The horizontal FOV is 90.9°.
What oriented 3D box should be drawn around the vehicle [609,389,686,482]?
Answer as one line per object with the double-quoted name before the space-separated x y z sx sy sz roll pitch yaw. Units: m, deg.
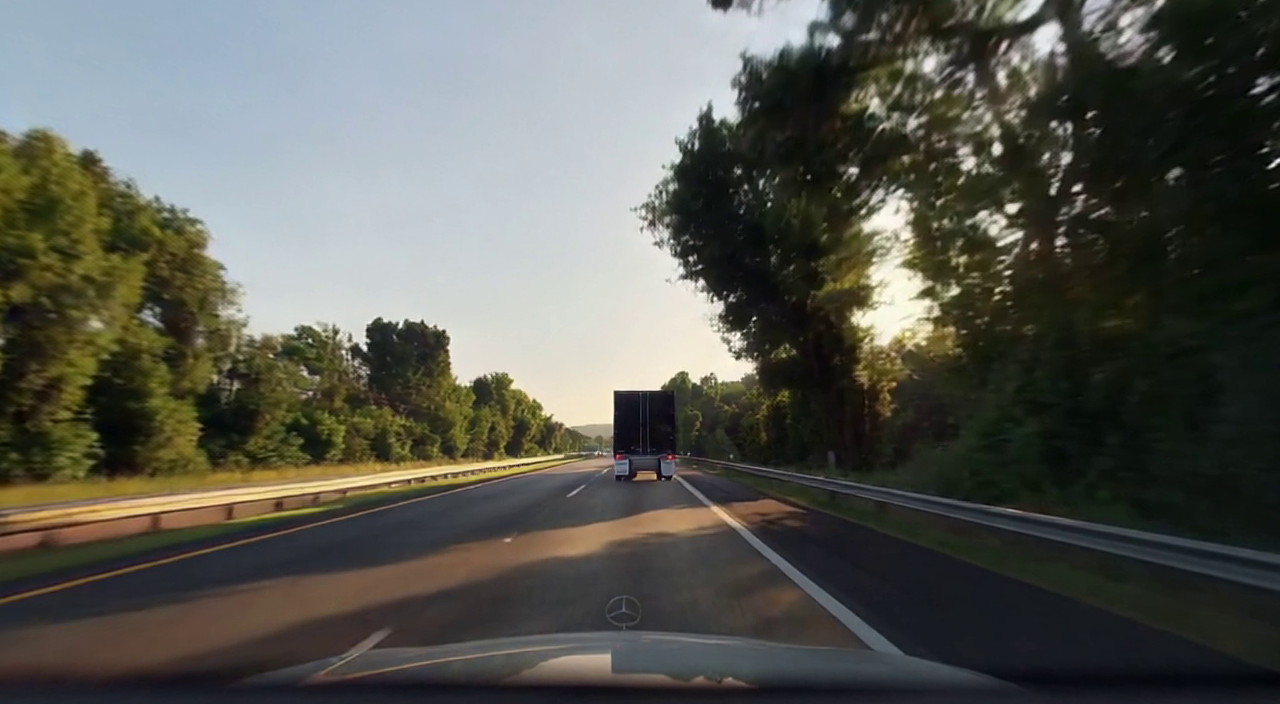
"vehicle" 0.136 3.845 28.502 2.913 3.530 8.648 0 -9 -2
